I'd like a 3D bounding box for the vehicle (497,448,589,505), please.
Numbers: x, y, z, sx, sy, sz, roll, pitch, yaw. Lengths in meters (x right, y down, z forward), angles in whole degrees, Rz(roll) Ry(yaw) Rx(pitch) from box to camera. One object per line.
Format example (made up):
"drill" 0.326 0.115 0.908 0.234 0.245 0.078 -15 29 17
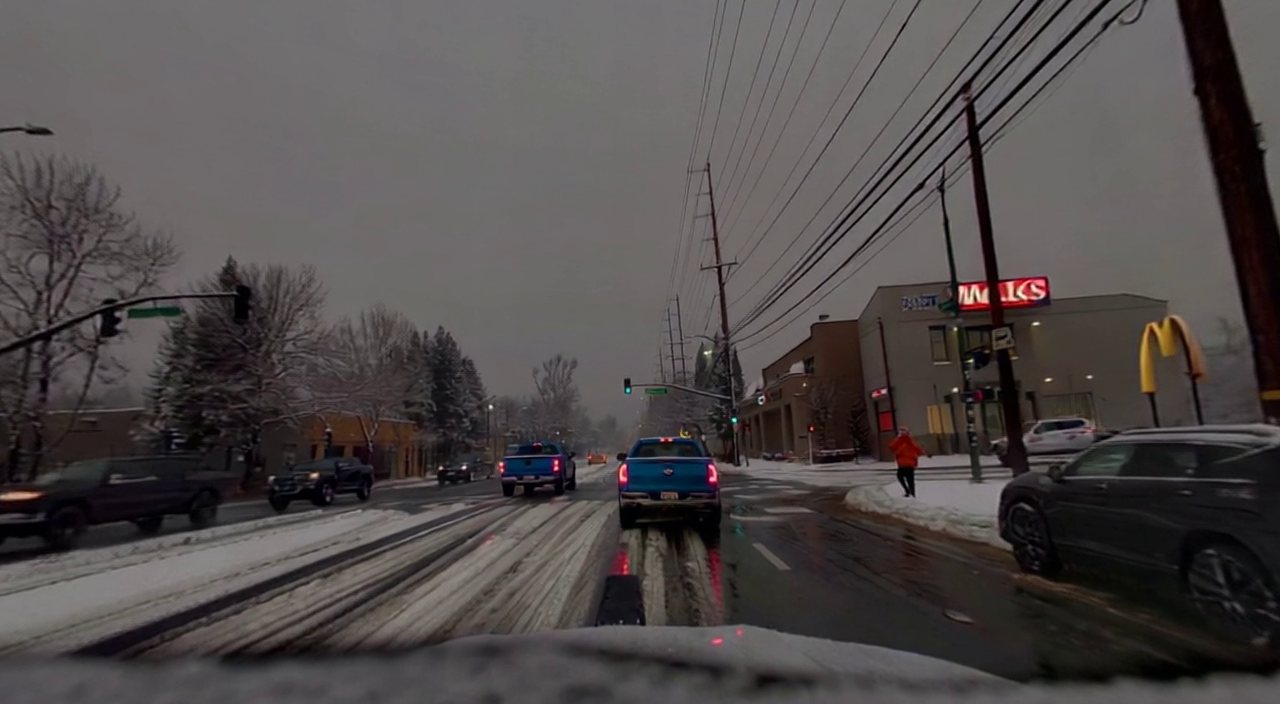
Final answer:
"vehicle" -2.962 3.901 20.276 1.995 1.554 4.618 0 -9 3

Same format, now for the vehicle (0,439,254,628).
"vehicle" -6.267 1.651 6.239 1.994 1.551 4.414 0 -9 1

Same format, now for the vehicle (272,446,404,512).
"vehicle" -9.993 4.205 21.511 2.081 1.925 5.632 1 -9 -4

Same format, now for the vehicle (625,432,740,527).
"vehicle" 0.996 2.676 13.890 2.089 1.699 4.650 -1 -9 6

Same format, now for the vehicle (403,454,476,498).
"vehicle" -9.174 5.669 29.219 1.961 1.814 4.418 0 -9 -1

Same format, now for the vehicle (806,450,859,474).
"vehicle" 13.143 7.516 43.327 2.075 1.556 4.585 1 -9 -2

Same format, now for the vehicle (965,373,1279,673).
"vehicle" 5.024 1.322 5.614 1.974 1.823 4.576 0 -9 3
